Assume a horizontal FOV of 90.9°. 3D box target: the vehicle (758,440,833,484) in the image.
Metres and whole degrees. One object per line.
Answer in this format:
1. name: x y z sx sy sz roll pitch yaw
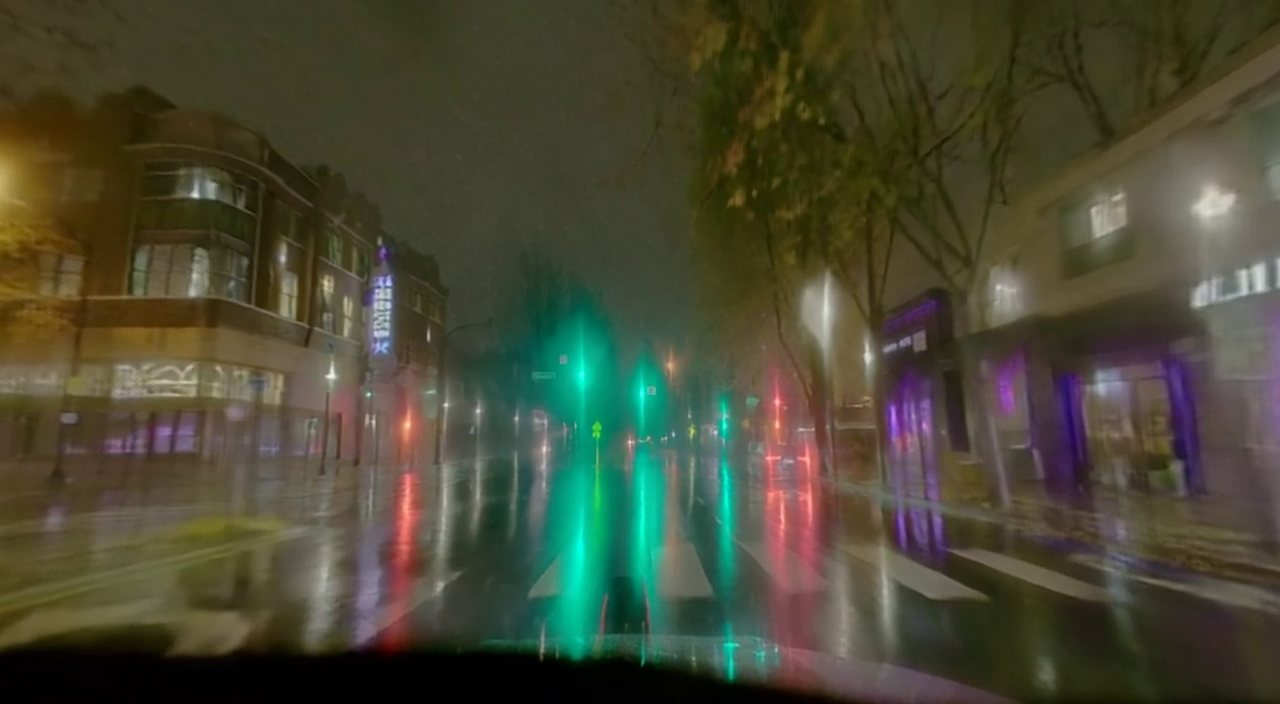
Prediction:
1. vehicle: 6.235 4.435 25.747 1.906 1.523 4.336 4 -8 0
